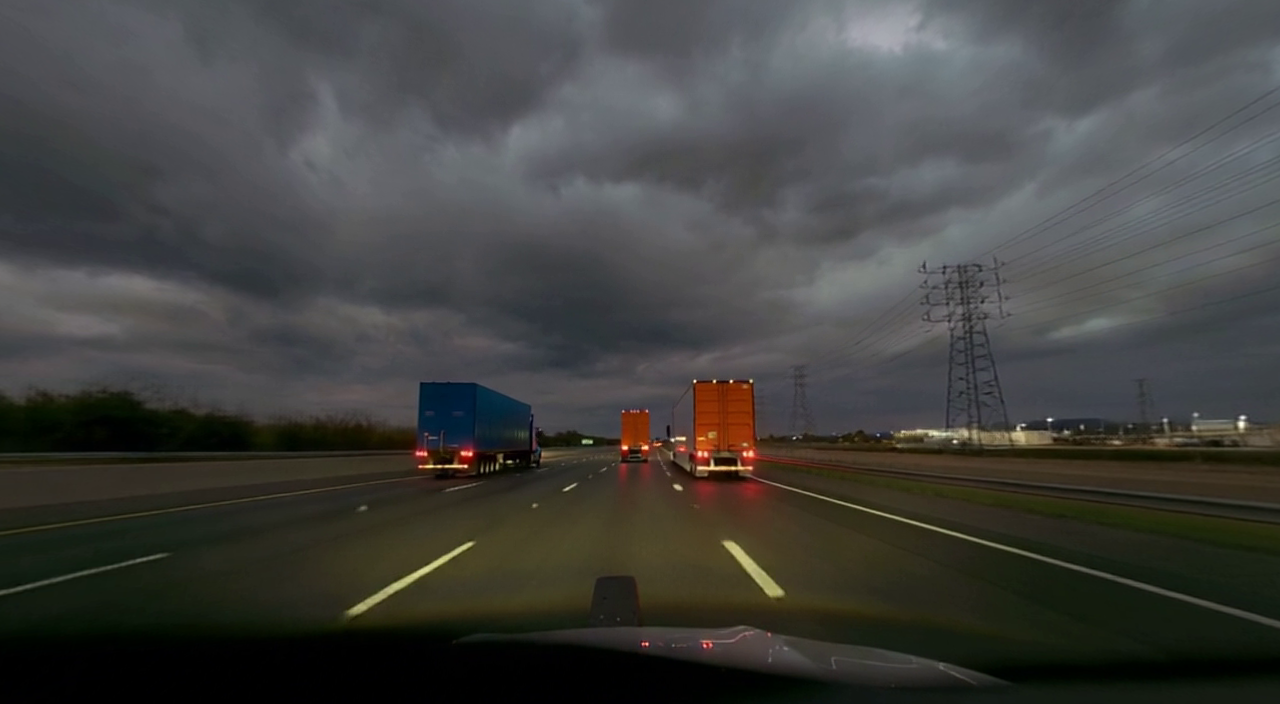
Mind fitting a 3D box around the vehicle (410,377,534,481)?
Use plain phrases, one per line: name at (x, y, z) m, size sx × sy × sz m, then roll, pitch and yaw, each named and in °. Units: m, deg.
vehicle at (-7.351, 3.772, 29.866) m, size 2.937 × 3.981 × 11.119 m, roll 0°, pitch -9°, yaw -1°
